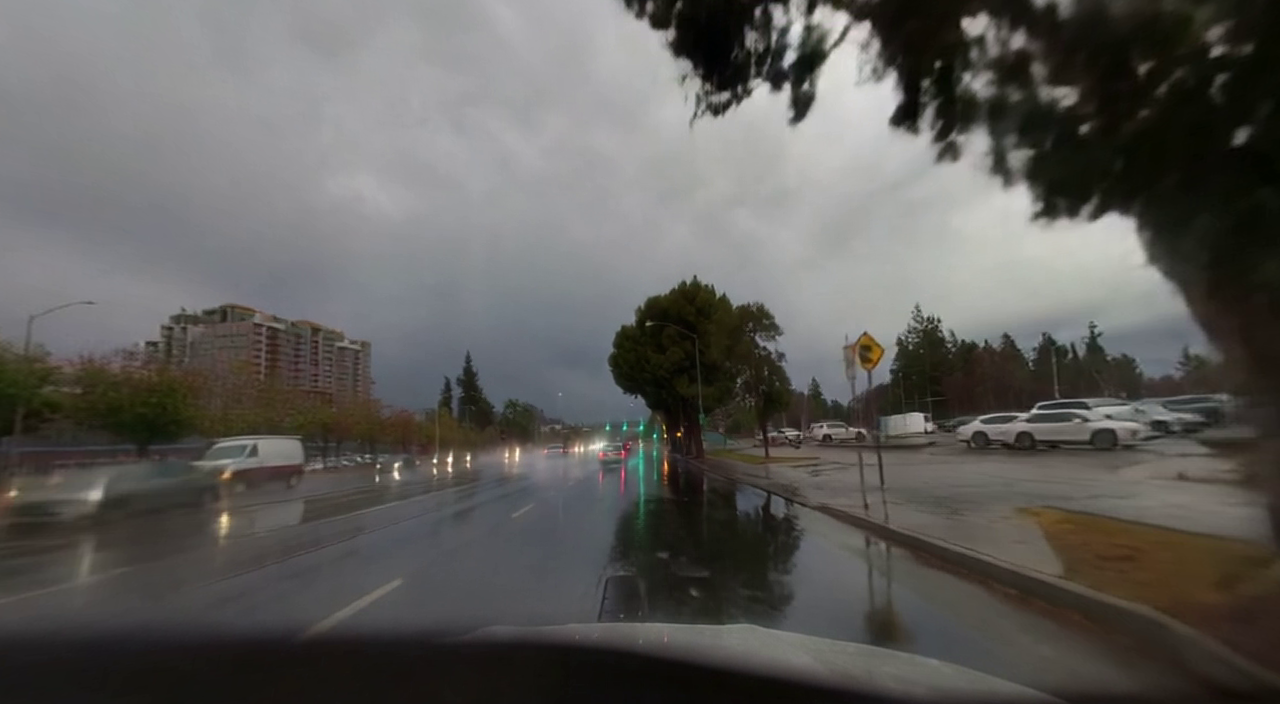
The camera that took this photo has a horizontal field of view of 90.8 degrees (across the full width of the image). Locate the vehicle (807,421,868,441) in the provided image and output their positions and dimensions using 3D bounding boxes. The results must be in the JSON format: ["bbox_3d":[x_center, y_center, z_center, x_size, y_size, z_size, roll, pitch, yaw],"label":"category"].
[{"bbox_3d":[15.478,6.210,49.629,3.956,1.504,2.170,2,-8,-9],"label":"vehicle"}]

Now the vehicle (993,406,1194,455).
[{"bbox_3d":[13.995,2.483,19.715,4.739,1.424,1.936,0,-8,0],"label":"vehicle"}]

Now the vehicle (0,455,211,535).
[{"bbox_3d":[-12.755,3.250,14.990,2.013,1.498,4.474,0,-8,0],"label":"vehicle"}]

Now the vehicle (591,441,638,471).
[{"bbox_3d":[-1.317,5.628,34.442,2.235,1.500,4.420,0,-8,2],"label":"vehicle"}]

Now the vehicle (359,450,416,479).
[{"bbox_3d":[-16.741,7.423,42.090,2.016,1.598,4.545,-3,-8,-1],"label":"vehicle"}]

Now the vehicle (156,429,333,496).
[{"bbox_3d":[-17.764,4.975,29.121,2.599,2.675,7.177,-1,-8,10],"label":"vehicle"}]
